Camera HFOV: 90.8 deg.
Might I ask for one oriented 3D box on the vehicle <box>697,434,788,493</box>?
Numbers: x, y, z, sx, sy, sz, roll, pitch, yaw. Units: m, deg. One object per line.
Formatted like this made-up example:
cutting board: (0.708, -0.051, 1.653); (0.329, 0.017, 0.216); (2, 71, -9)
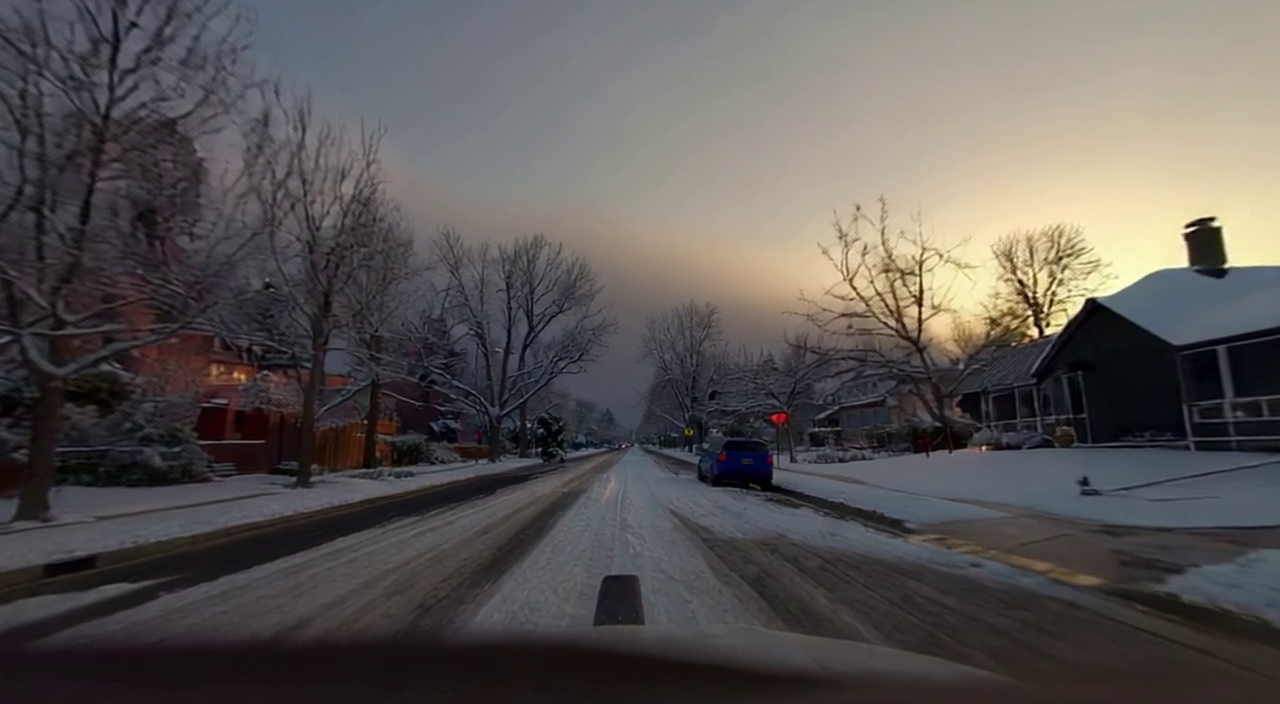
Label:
vehicle: (3.069, 3.433, 19.770); (2.114, 1.633, 4.042); (0, -8, -1)
